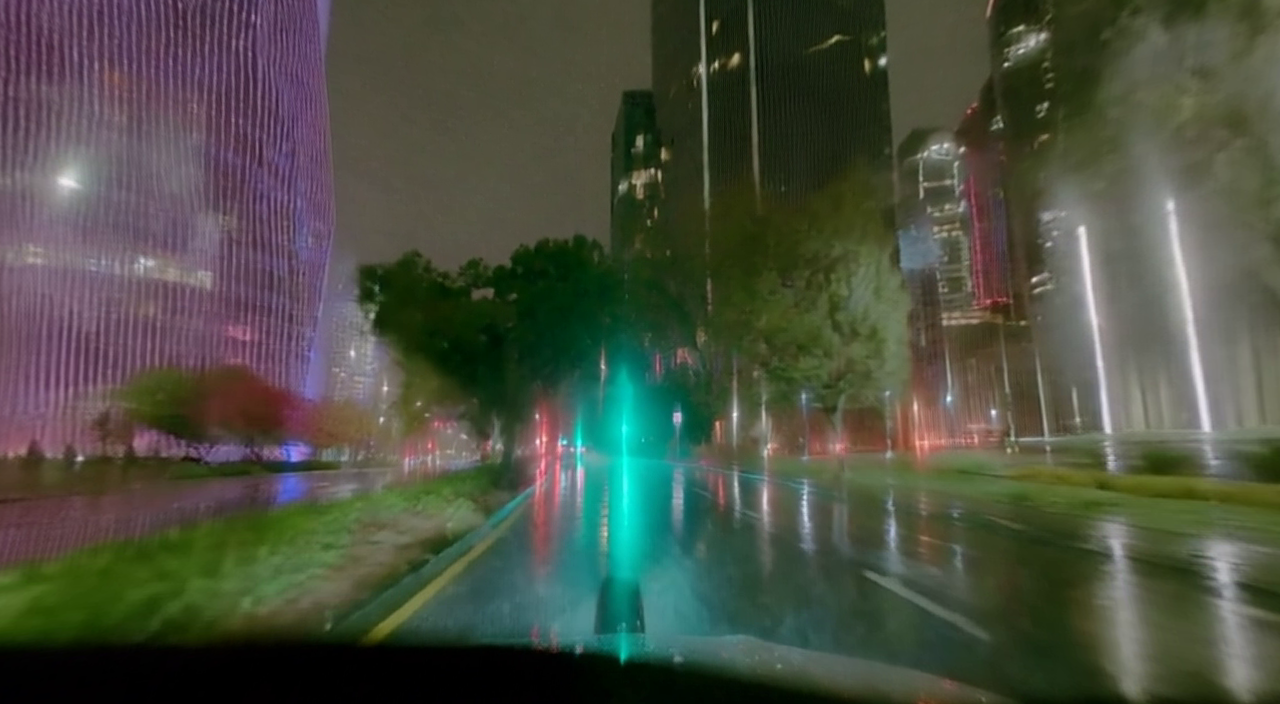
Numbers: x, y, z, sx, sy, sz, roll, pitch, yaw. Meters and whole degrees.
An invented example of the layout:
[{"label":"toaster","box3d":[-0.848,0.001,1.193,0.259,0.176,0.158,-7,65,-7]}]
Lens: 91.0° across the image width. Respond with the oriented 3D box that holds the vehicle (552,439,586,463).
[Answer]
[{"label":"vehicle","box3d":[-5.660,7.793,49.885,2.129,1.816,4.851,2,-8,-13]}]
